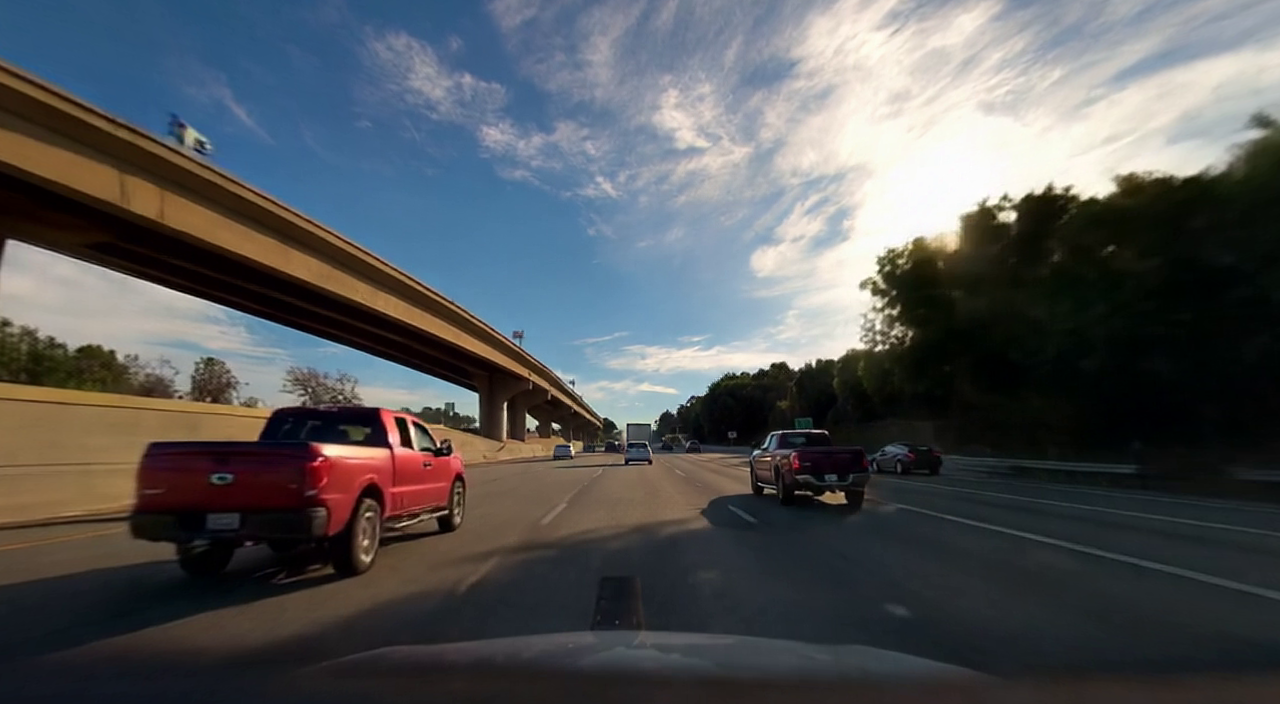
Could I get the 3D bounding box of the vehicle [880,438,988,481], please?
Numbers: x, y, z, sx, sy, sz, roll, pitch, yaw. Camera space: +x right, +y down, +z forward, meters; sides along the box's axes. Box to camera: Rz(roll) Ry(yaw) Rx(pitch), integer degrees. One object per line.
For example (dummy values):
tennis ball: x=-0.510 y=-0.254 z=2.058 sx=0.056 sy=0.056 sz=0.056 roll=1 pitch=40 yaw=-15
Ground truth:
vehicle: x=10.978 y=4.036 z=23.972 sx=1.961 sy=1.480 sz=4.331 roll=0 pitch=-9 yaw=-1

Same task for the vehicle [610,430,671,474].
vehicle: x=0.039 y=4.651 z=29.614 sx=2.572 sy=1.837 sz=5.693 roll=0 pitch=-9 yaw=0

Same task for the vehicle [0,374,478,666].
vehicle: x=-3.579 y=1.364 z=6.306 sx=2.535 sy=1.715 sz=5.030 roll=0 pitch=-9 yaw=1

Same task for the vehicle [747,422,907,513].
vehicle: x=3.784 y=2.419 z=13.661 sx=2.119 sy=1.653 sz=4.000 roll=0 pitch=-9 yaw=-1
